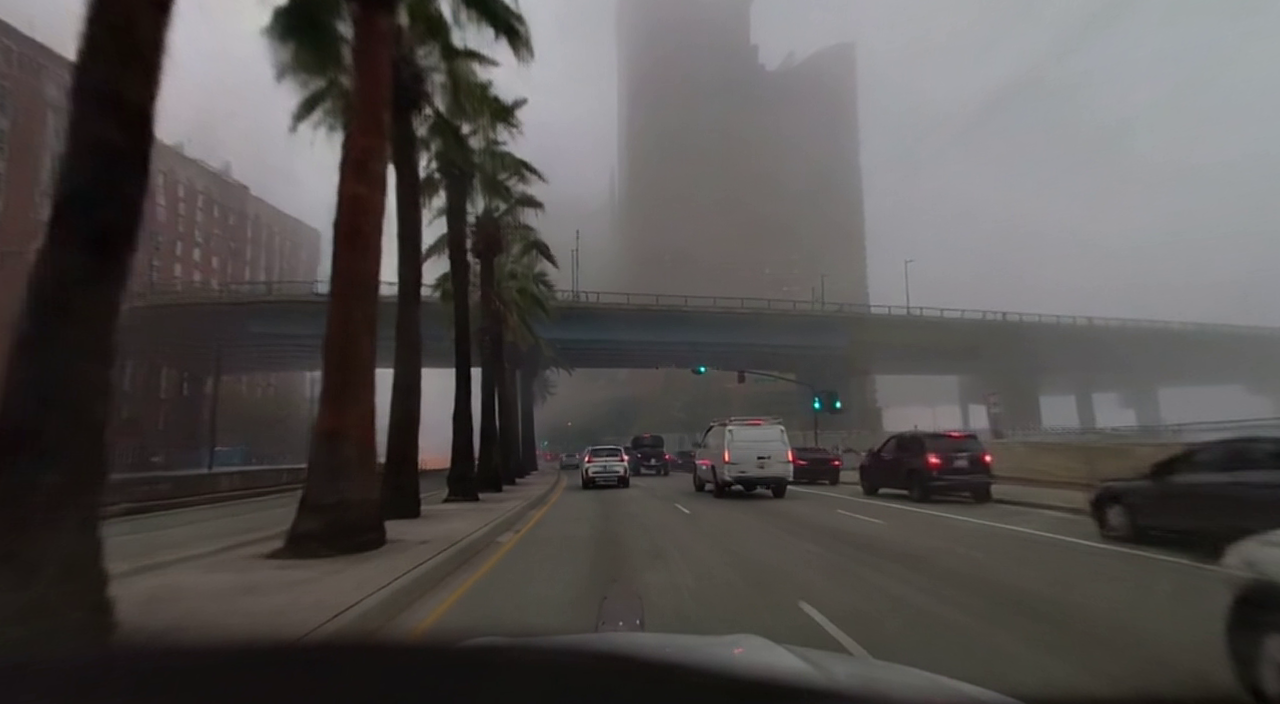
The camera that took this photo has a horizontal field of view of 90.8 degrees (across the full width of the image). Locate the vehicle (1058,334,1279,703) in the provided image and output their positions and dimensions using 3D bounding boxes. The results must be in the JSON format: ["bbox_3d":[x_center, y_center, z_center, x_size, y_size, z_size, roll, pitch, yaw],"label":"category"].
[{"bbox_3d":[3.606,0.633,1.545,2.151,1.695,4.258,-1,-9,-1],"label":"vehicle"}]

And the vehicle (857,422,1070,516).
[{"bbox_3d":[6.977,2.572,14.415,2.164,1.745,4.677,0,-9,-3],"label":"vehicle"}]

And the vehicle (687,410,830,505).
[{"bbox_3d":[2.965,2.844,17.348,2.434,2.171,5.098,0,-9,-6],"label":"vehicle"}]

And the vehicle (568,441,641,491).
[{"bbox_3d":[-1.461,4.184,23.610,2.332,1.625,4.933,1,-9,-8],"label":"vehicle"}]
